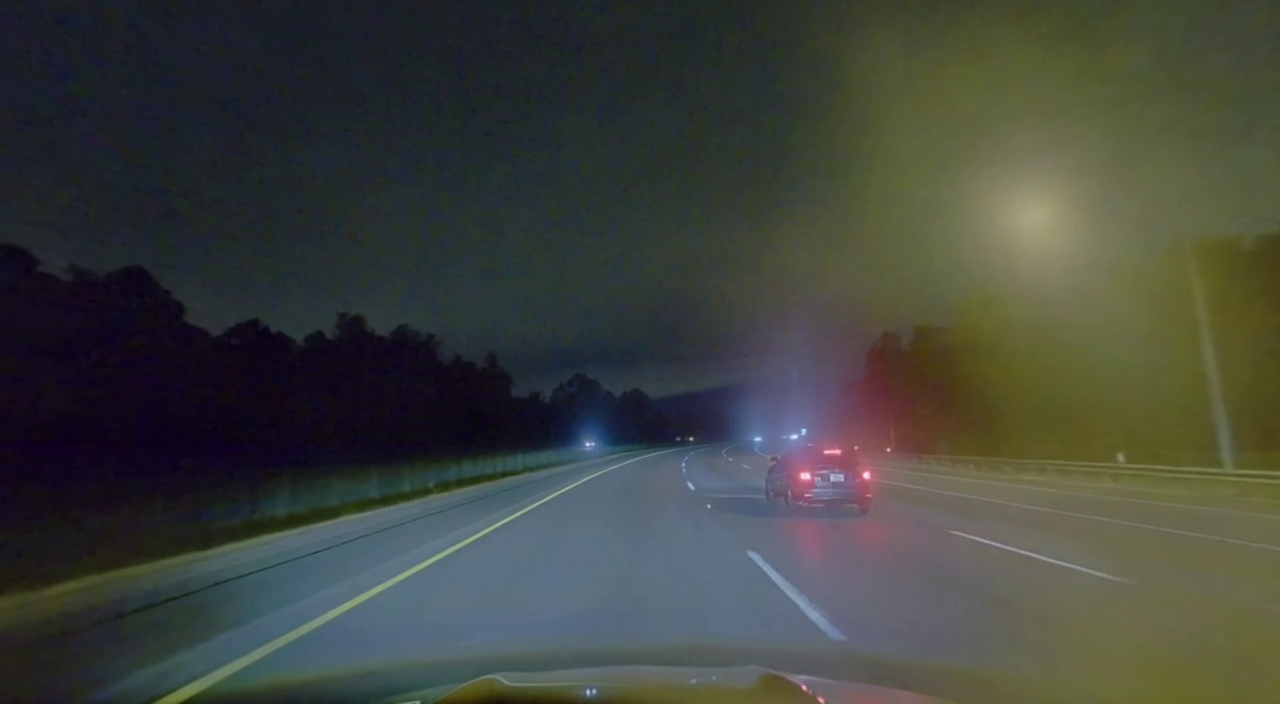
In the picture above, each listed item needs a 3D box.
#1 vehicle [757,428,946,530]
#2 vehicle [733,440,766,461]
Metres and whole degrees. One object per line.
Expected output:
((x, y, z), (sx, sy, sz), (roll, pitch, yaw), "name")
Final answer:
((3.682, 2.292, 11.984), (2.050, 1.546, 4.344), (0, -8, 0), "vehicle")
((8.272, 7.494, 47.942), (1.924, 1.479, 4.054), (-1, -8, 2), "vehicle")
